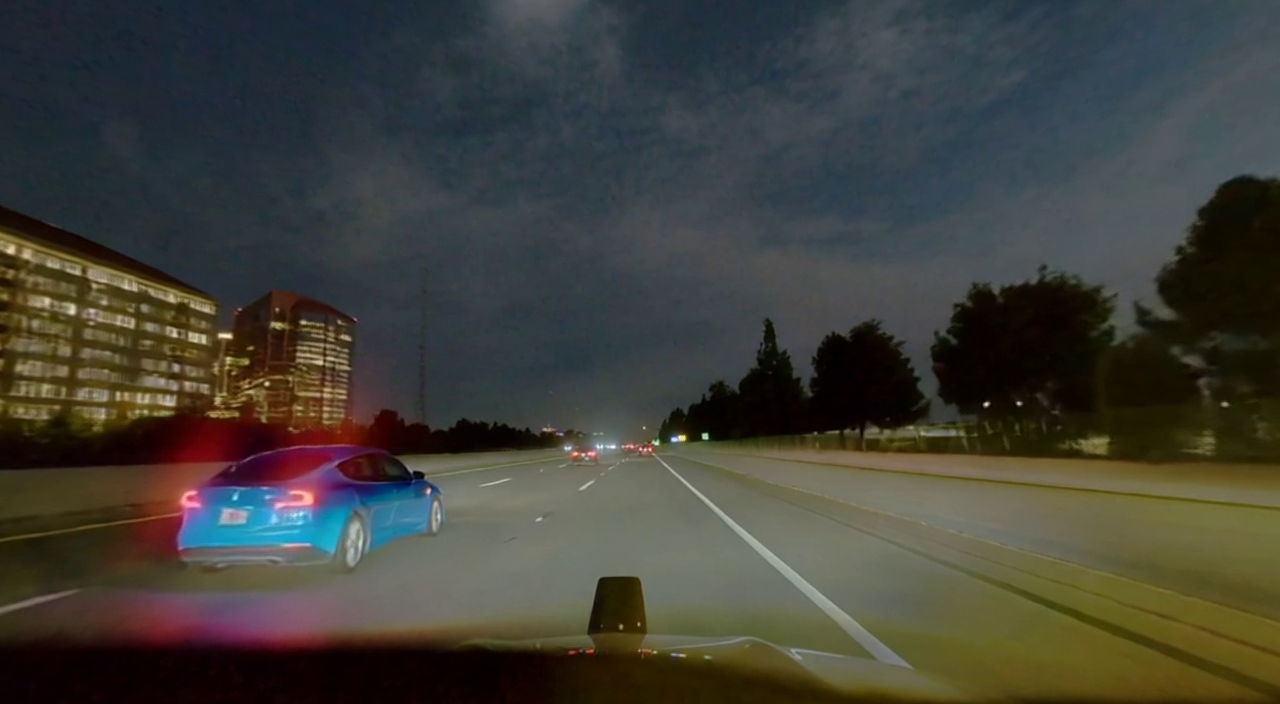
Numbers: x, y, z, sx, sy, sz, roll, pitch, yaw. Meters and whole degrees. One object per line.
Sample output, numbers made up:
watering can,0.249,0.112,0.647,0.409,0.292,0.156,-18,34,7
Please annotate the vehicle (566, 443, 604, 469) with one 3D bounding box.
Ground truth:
vehicle,-3.310,6.355,38.797,1.926,1.464,4.186,0,-8,1

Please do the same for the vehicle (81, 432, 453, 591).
vehicle,-4.153,1.818,8.134,2.083,1.471,4.350,0,-8,1
